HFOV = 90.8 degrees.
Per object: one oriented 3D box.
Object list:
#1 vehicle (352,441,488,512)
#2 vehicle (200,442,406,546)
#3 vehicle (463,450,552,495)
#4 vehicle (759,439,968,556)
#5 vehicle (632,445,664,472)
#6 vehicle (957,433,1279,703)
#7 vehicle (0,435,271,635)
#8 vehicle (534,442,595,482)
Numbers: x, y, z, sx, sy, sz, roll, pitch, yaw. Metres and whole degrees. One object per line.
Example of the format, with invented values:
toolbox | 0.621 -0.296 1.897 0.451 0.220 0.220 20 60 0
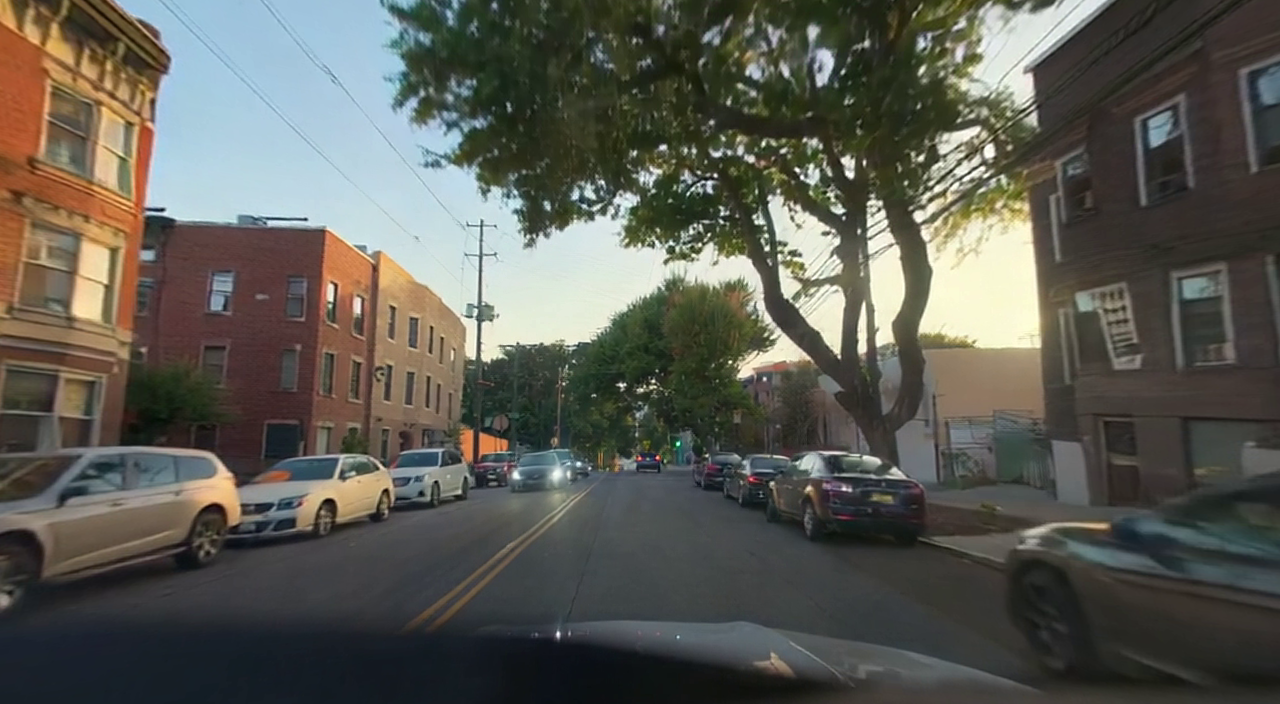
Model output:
vehicle | -6.649 3.798 20.022 2.263 1.882 5.706 0 -8 0
vehicle | -6.658 2.787 13.196 1.925 1.759 4.396 0 -8 -1
vehicle | -5.318 4.660 24.892 1.994 1.510 4.802 5 -10 -29
vehicle | 3.414 2.274 10.674 1.895 1.553 4.235 0 -8 -1
vehicle | 0.511 7.285 43.281 2.059 1.736 3.994 0 -8 0
vehicle | 3.318 1.040 2.357 1.885 1.464 4.466 0 -8 -1
vehicle | -6.736 1.903 7.453 1.930 1.756 4.955 0 -8 -3
vehicle | -3.660 5.470 31.686 2.236 1.834 4.743 -1 -8 3
